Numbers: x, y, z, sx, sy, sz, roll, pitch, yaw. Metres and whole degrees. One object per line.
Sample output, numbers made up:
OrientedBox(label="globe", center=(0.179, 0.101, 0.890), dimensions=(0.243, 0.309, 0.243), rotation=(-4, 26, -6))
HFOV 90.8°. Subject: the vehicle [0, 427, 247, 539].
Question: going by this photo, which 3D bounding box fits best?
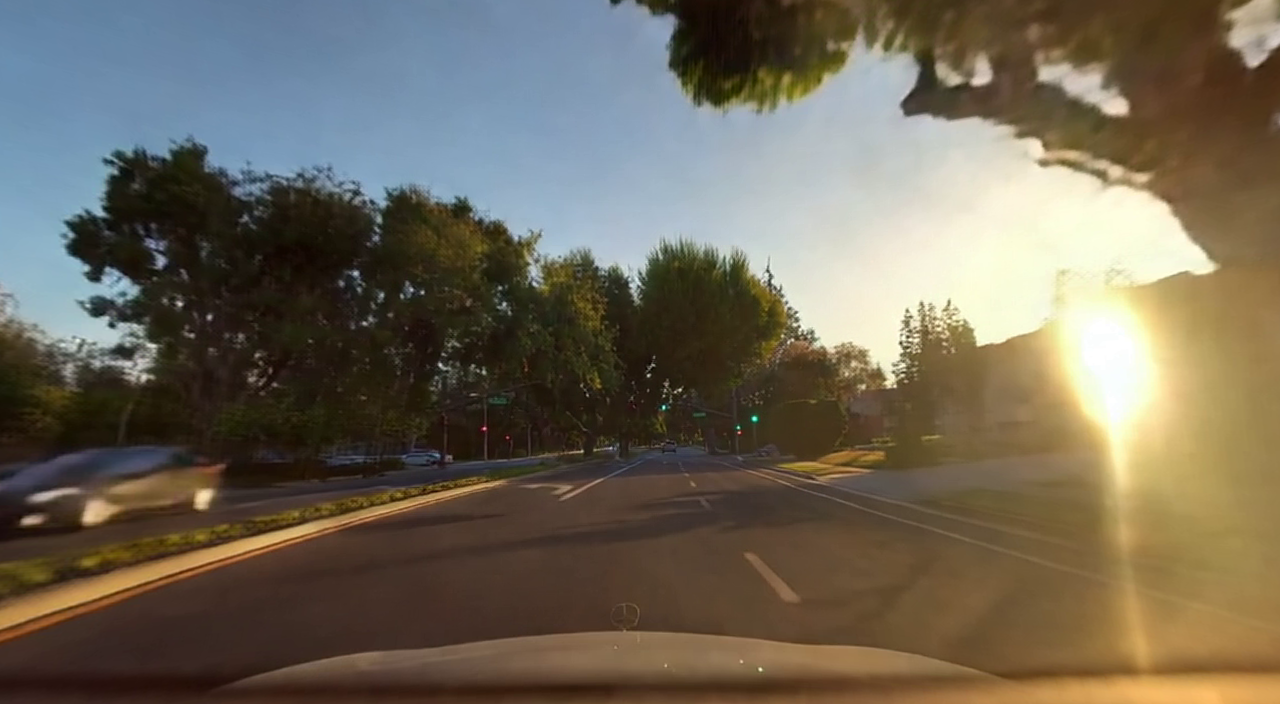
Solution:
OrientedBox(label="vehicle", center=(-11.241, 2.662, 13.496), dimensions=(2.174, 1.855, 5.452), rotation=(-2, -9, 0))
